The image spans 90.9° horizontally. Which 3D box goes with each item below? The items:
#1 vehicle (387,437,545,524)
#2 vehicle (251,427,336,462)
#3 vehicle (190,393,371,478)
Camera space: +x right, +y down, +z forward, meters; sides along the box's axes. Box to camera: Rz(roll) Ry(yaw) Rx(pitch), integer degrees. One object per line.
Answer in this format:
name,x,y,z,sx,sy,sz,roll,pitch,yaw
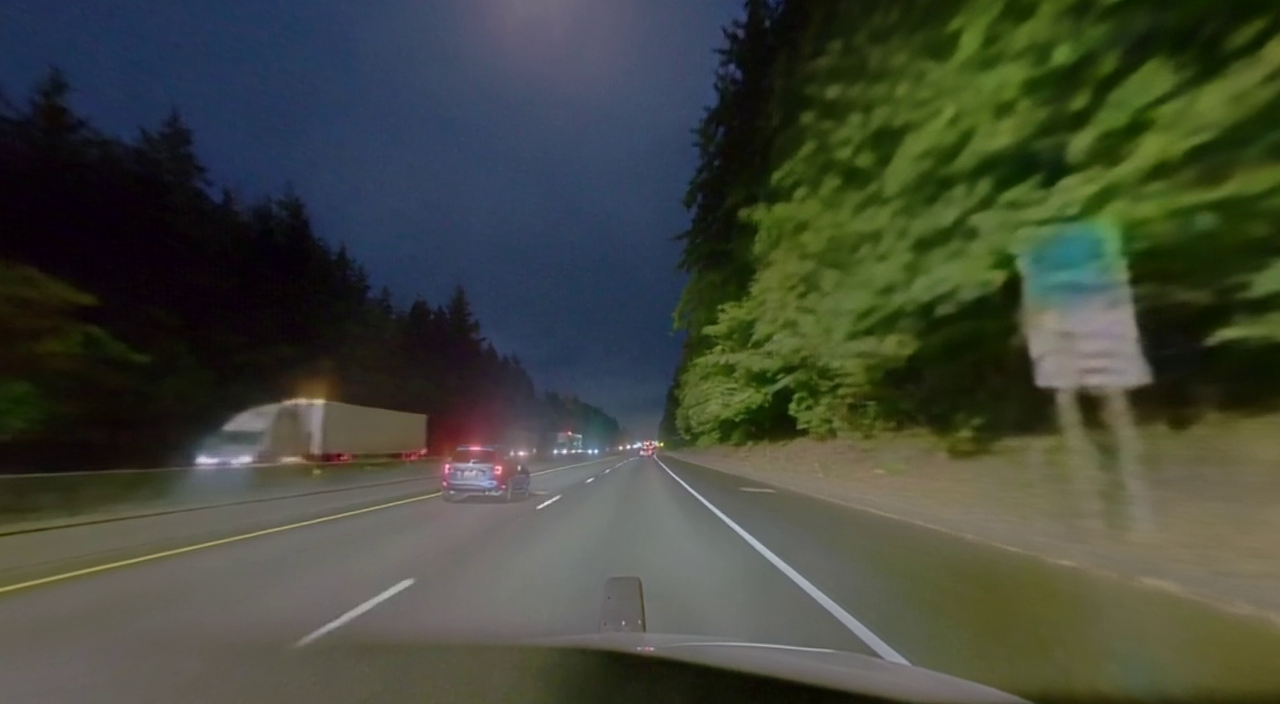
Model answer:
vehicle,-3.399,2.624,13.408,1.969,1.505,4.636,0,-9,1
vehicle,-16.949,4.592,31.066,1.826,1.580,4.127,0,-9,0
vehicle,-17.174,4.265,31.418,2.929,3.546,10.119,0,-9,0
